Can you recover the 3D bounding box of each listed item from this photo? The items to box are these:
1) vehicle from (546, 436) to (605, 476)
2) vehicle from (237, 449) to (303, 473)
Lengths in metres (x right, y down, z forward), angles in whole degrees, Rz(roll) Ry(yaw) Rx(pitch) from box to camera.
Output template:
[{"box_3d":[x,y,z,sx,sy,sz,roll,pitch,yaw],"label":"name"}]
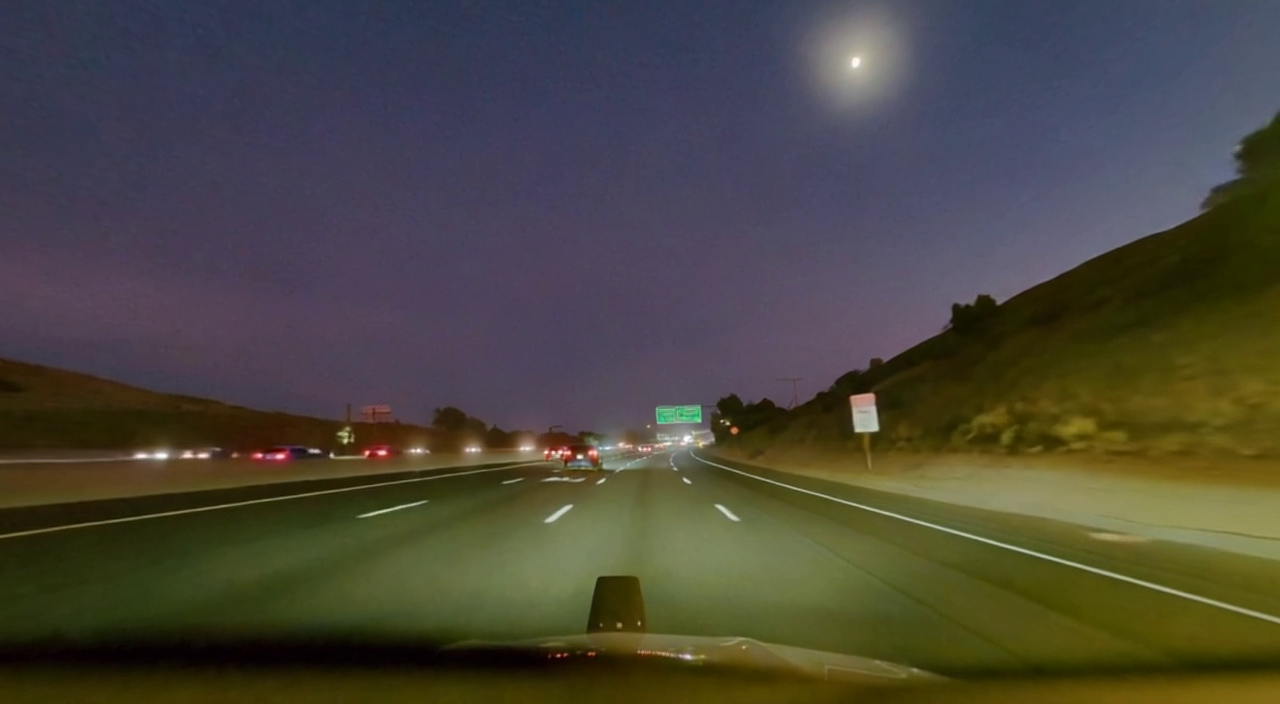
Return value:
[{"box_3d":[-3.248,5.386,32.857,2.413,1.896,5.218,0,-9,1],"label":"vehicle"},{"box_3d":[-27.617,8.093,47.031,2.016,1.671,4.537,-1,-9,2],"label":"vehicle"}]
